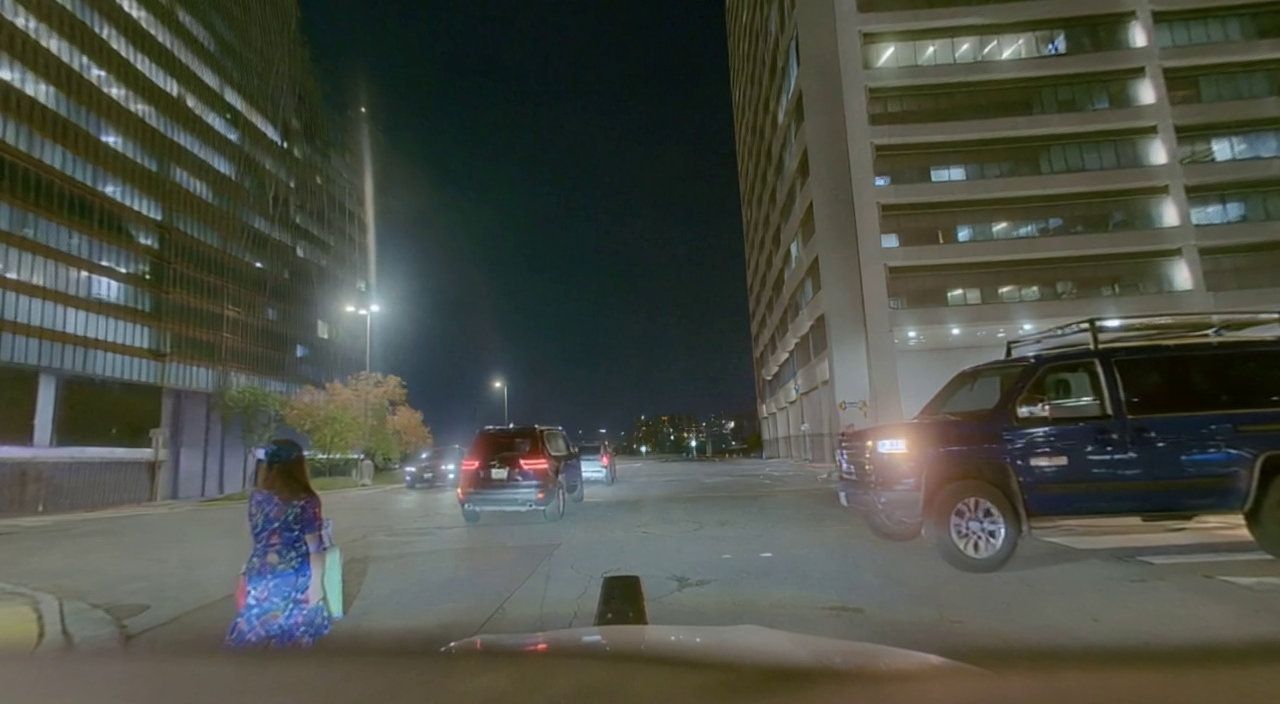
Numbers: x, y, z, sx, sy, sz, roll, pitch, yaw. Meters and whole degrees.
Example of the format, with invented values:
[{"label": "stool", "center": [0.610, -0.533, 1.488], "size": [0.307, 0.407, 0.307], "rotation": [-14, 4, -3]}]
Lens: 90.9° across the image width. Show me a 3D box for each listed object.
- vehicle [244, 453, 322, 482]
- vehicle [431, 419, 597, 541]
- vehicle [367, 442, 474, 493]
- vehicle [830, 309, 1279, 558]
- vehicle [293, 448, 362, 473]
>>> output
[{"label": "vehicle", "center": [-19.458, 6.291, 34.505], "size": [3.467, 1.456, 1.649], "rotation": [4, -9, -24]}, {"label": "vehicle", "center": [-1.956, 2.157, 11.215], "size": [2.144, 1.733, 4.115], "rotation": [0, -8, -1]}, {"label": "vehicle", "center": [-8.172, 4.331, 24.024], "size": [2.395, 1.719, 4.549], "rotation": [0, -8, 1]}, {"label": "vehicle", "center": [6.373, 1.060, 8.250], "size": [6.932, 2.753, 2.446], "rotation": [0, -8, 1]}, {"label": "vehicle", "center": [-19.901, 6.933, 40.303], "size": [3.692, 1.509, 1.803], "rotation": [3, -9, -20]}]
